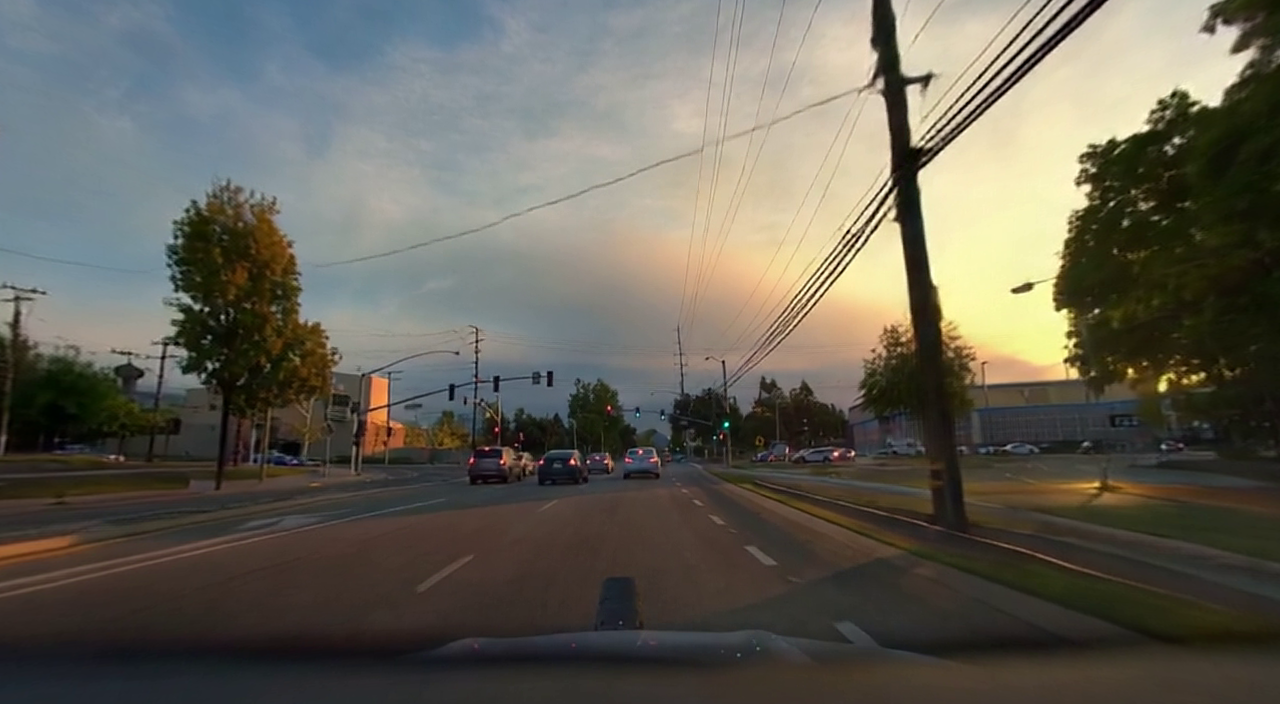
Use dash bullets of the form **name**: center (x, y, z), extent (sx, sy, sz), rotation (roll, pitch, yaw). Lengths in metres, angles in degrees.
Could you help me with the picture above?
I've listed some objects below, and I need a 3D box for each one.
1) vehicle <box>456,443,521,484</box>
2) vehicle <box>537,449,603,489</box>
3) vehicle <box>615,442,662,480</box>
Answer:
- **vehicle**: center (-7.042, 5.196, 29.796), extent (1.860, 1.754, 4.089), rotation (0, -9, 2)
- **vehicle**: center (-2.804, 4.806, 26.306), extent (2.064, 1.464, 4.373), rotation (0, -9, 2)
- **vehicle**: center (-0.006, 5.739, 33.428), extent (2.276, 1.850, 3.897), rotation (0, -9, 3)
